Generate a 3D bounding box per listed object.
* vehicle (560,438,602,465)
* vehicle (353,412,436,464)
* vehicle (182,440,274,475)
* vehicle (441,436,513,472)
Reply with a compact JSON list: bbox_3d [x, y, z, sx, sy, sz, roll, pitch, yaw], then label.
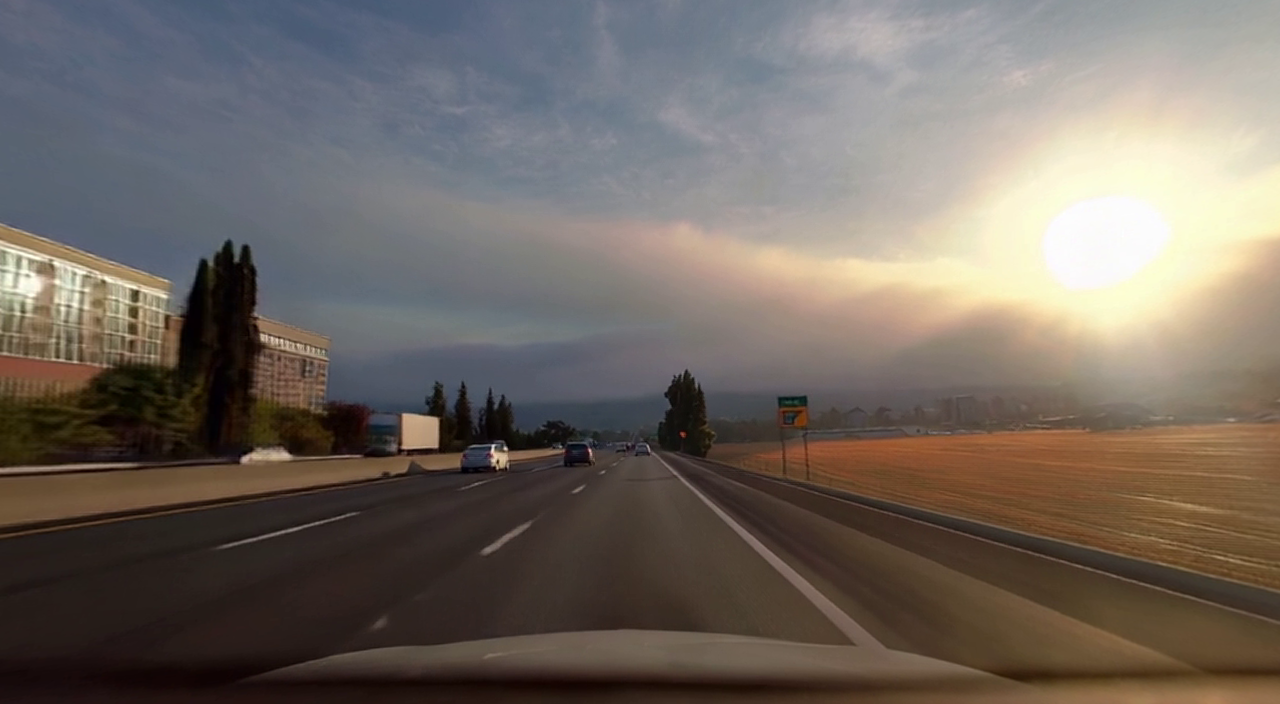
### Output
[{"bbox_3d":[-3.686,6.284,40.020,2.083,1.588,4.801,0,-8,2],"label":"vehicle"},{"bbox_3d":[-18.838,6.712,49.031,2.951,3.679,8.155,0,-9,1],"label":"vehicle"},{"bbox_3d":[-22.878,5.854,35.188,1.920,1.765,4.634,0,-8,1],"label":"vehicle"},{"bbox_3d":[-7.492,4.745,29.488,2.034,1.523,4.627,0,-8,1],"label":"vehicle"}]
